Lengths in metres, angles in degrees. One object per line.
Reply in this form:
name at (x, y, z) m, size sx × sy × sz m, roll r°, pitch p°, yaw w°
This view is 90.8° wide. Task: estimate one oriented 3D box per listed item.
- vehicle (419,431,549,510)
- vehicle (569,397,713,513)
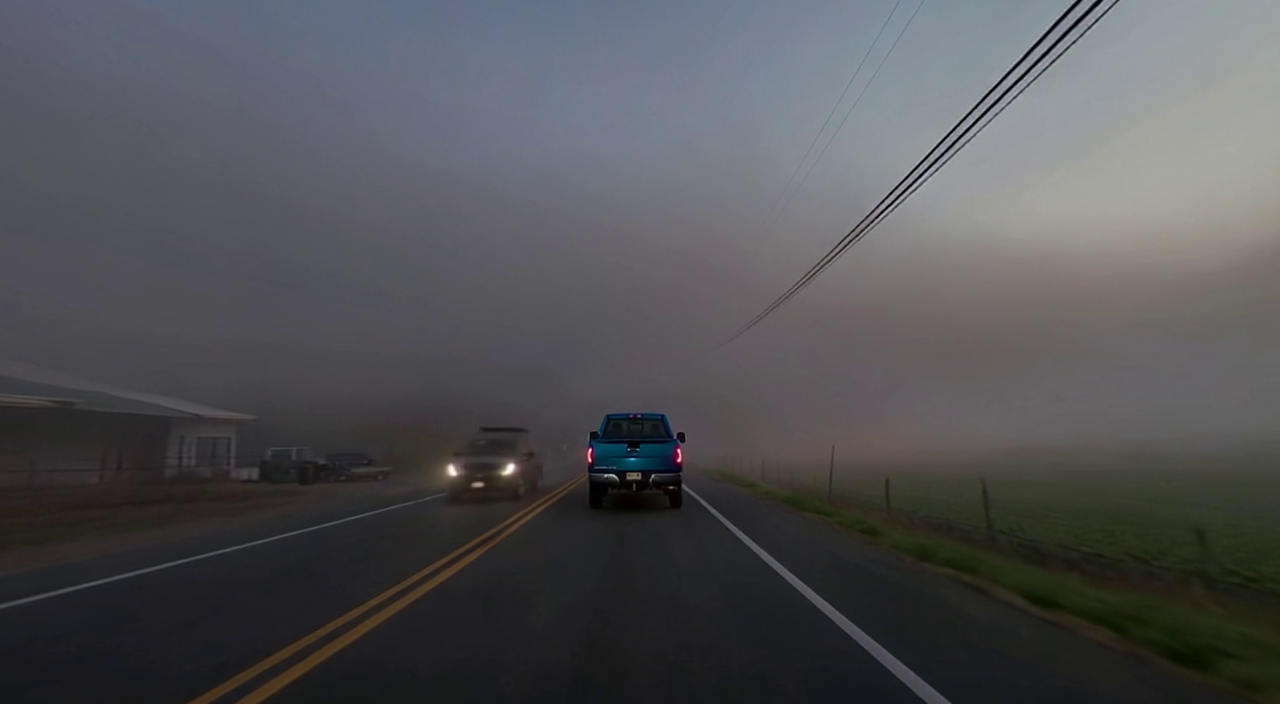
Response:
vehicle at (-3.825, 3.003, 16.473) m, size 2.122 × 1.729 × 4.783 m, roll 0°, pitch -8°, yaw 1°
vehicle at (-0.052, 2.627, 16.534) m, size 2.912 × 2.320 × 7.292 m, roll 0°, pitch -8°, yaw -1°
